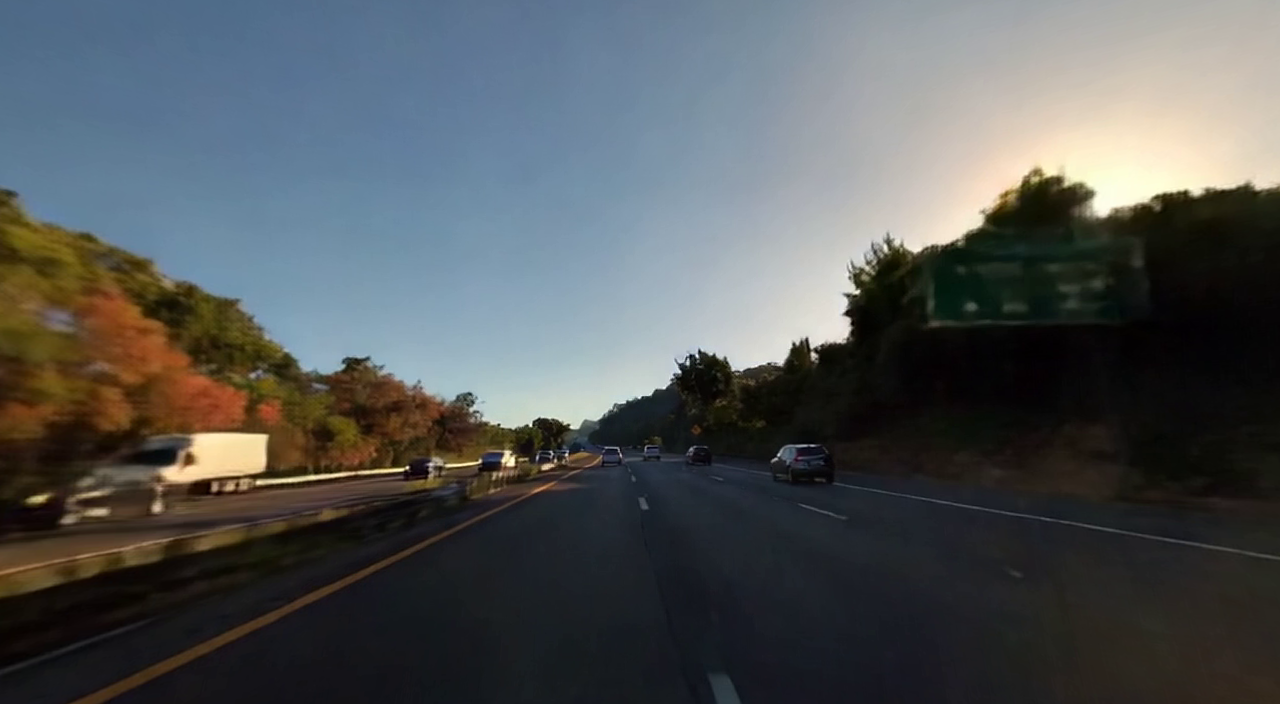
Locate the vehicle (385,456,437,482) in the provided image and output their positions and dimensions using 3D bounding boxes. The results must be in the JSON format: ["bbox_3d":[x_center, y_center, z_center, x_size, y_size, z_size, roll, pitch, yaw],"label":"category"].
[{"bbox_3d":[-14.596,7.481,40.430,1.908,1.493,4.047,0,-9,-1],"label":"vehicle"}]

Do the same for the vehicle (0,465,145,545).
[{"bbox_3d":[-13.849,3.382,14.303,1.897,1.488,4.214,0,-9,-2],"label":"vehicle"}]

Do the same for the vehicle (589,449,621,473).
[{"bbox_3d":[-2.328,7.352,42.805,2.021,1.507,4.272,0,-9,-2],"label":"vehicle"}]

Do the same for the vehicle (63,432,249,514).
[{"bbox_3d":[-17.661,4.409,23.604,2.368,2.652,5.789,0,-9,-2],"label":"vehicle"}]

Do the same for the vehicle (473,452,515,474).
[{"bbox_3d":[-10.931,8.334,47.515,2.097,1.503,4.780,0,-9,-1],"label":"vehicle"}]

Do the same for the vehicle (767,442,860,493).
[{"bbox_3d":[5.769,3.887,21.509,1.903,1.566,3.866,0,-9,-3],"label":"vehicle"}]
